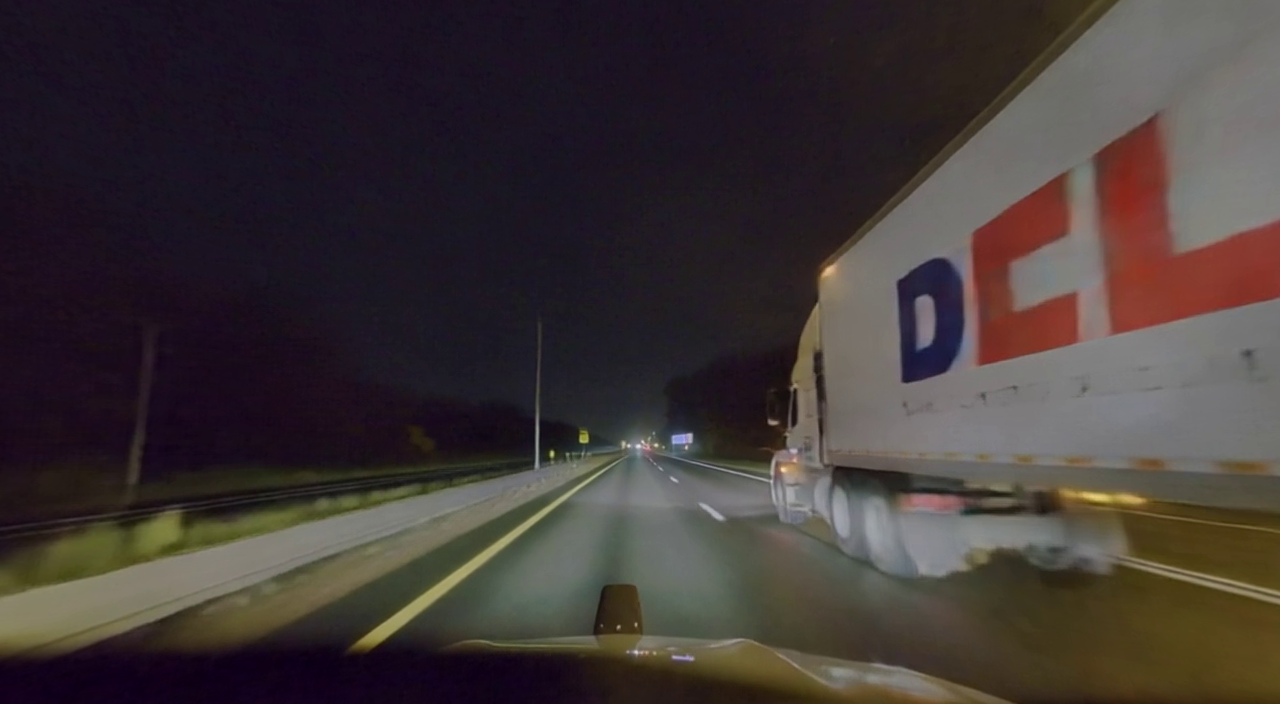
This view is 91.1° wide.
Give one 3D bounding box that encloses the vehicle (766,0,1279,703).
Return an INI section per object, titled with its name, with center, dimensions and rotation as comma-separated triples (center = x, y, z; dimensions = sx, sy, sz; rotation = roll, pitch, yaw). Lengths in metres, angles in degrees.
[vehicle]
center = 3.648, -0.272, 4.543
dimensions = 3.172, 4.080, 10.974
rotation = 0, -10, 0
